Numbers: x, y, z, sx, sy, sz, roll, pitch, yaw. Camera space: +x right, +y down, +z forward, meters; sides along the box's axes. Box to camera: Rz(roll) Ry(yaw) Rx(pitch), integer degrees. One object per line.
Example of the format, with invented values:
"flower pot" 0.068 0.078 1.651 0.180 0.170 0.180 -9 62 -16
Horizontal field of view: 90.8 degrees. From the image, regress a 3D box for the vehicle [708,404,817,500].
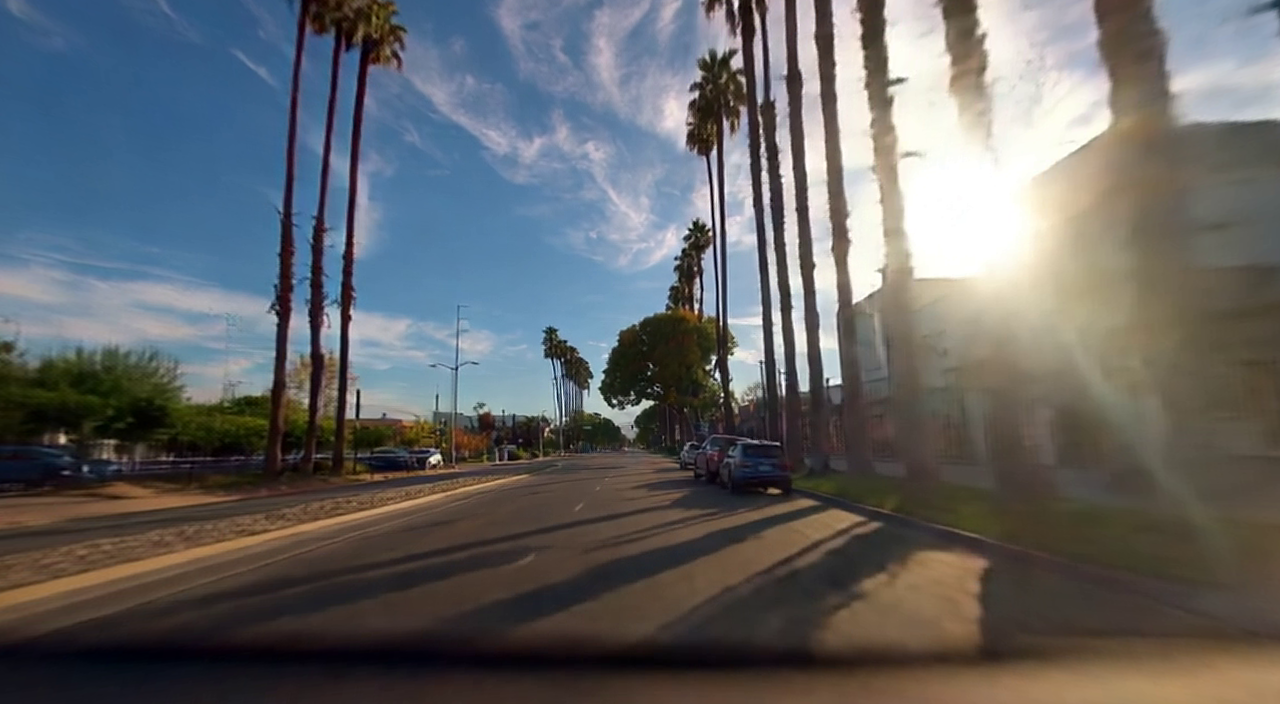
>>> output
"vehicle" 3.574 3.084 19.722 2.221 2.552 5.594 0 -9 0
